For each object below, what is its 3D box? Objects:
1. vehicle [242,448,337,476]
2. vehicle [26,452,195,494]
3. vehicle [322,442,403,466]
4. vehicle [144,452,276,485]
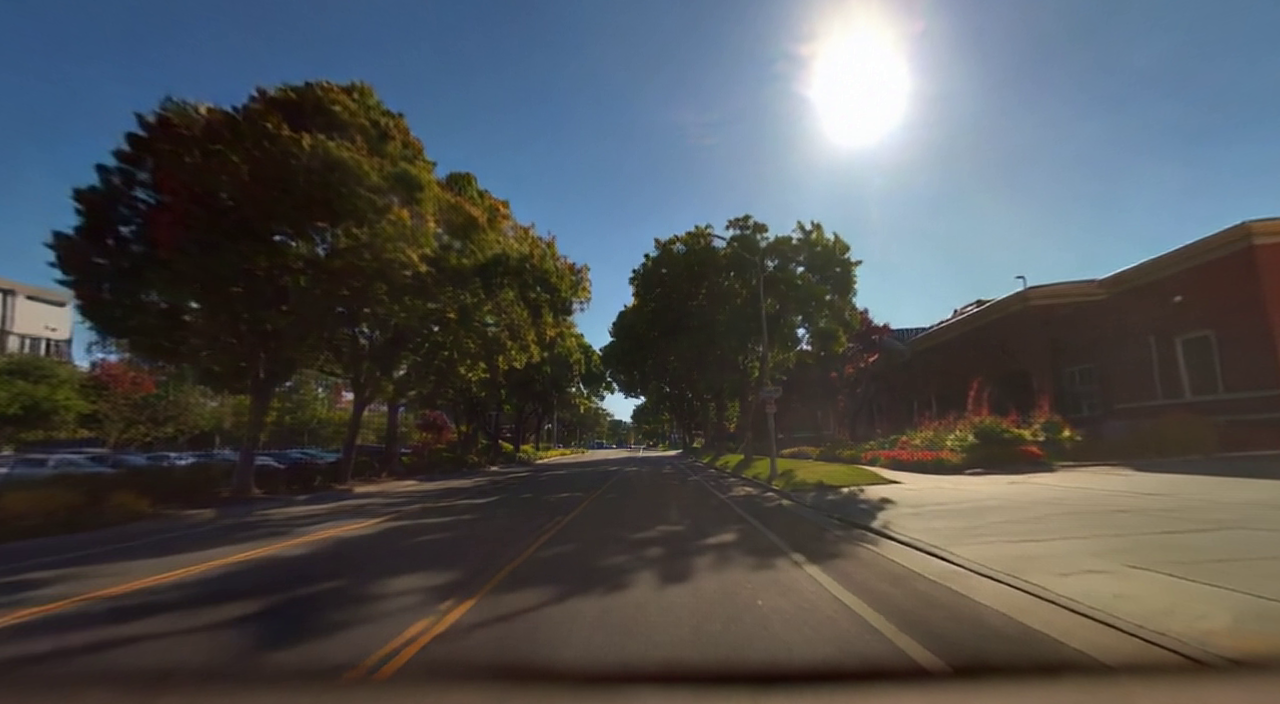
[{"bbox_3d":[-19.116,5.991,34.501,4.005,1.433,1.953,0,-8,0],"label":"vehicle"},{"bbox_3d":[-19.812,4.538,23.760,4.503,1.462,1.993,0,-8,-1],"label":"vehicle"},{"bbox_3d":[-18.836,6.935,42.905,4.606,1.544,1.965,0,-8,0],"label":"vehicle"},{"bbox_3d":[-19.535,5.278,28.775,4.567,1.402,1.910,0,-8,0],"label":"vehicle"}]
